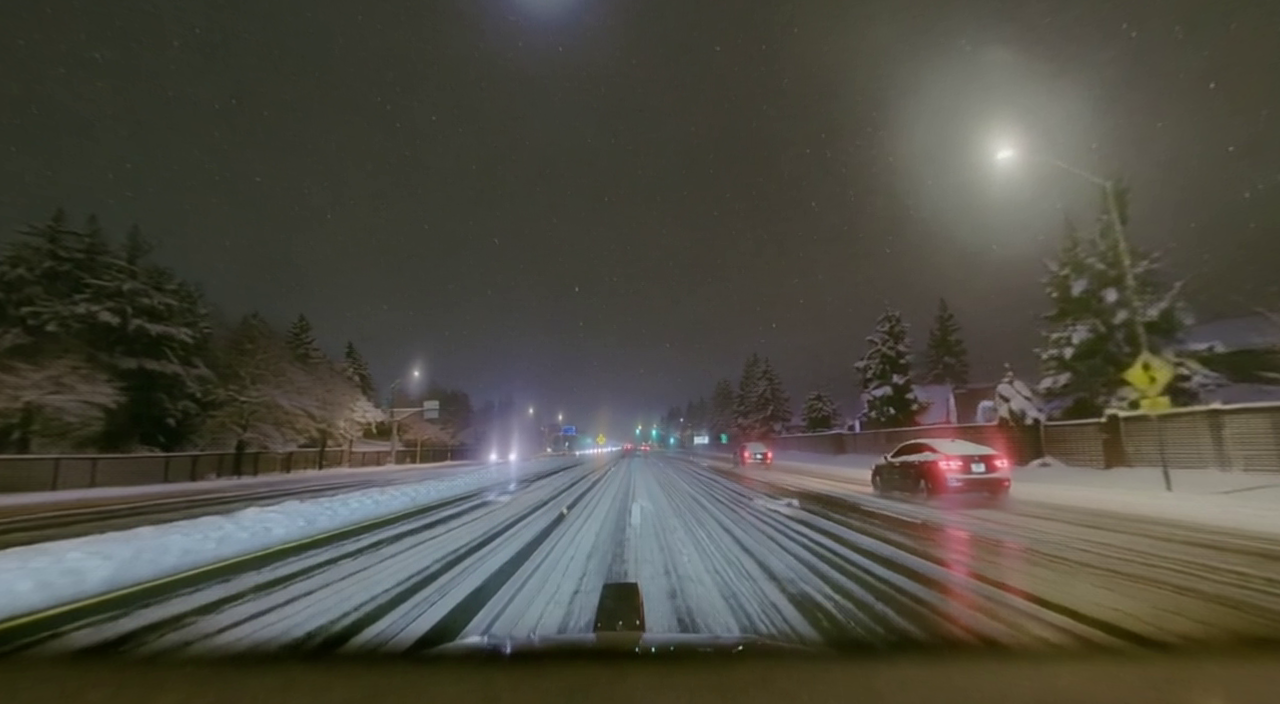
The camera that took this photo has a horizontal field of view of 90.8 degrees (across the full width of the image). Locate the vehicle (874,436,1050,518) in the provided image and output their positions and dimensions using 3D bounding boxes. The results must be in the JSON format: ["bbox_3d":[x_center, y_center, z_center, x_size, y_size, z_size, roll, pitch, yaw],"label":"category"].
[{"bbox_3d":[6.766,2.627,13.795,1.838,1.518,3.713,0,-8,0],"label":"vehicle"}]

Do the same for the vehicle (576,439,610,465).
[{"bbox_3d":[-3.489,7.570,47.907,2.230,1.827,4.406,0,-8,0],"label":"vehicle"}]

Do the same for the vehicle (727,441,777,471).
[{"bbox_3d":[6.376,5.979,36.543,1.987,1.597,4.463,0,-8,-1],"label":"vehicle"}]
